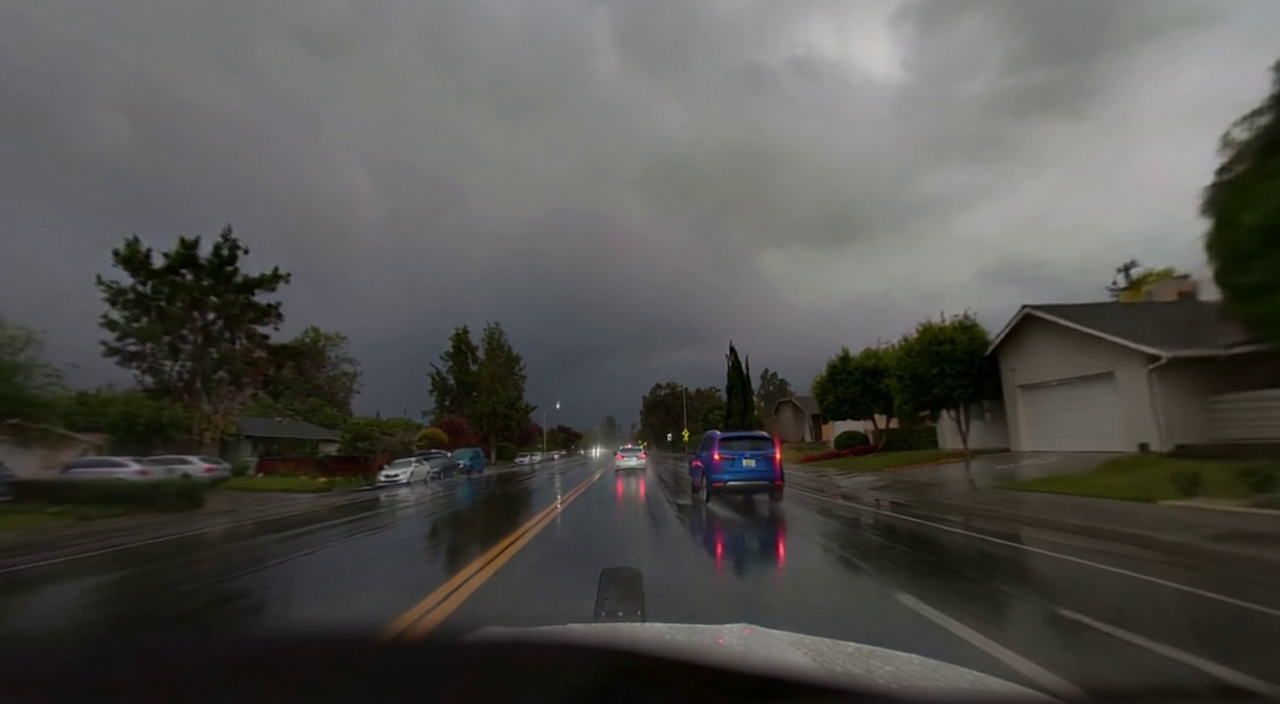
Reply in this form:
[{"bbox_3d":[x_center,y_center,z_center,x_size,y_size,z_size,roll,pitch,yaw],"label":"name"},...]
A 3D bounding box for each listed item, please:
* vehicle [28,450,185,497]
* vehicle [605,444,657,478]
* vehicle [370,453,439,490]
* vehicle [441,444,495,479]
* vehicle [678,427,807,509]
[{"bbox_3d":[-21.054,4.776,25.089,4.240,1.717,2.043,0,-9,-2],"label":"vehicle"},{"bbox_3d":[-0.413,4.946,28.942,2.196,1.449,4.006,0,-8,-1],"label":"vehicle"},{"bbox_3d":[-12.327,6.245,33.372,2.044,1.534,4.554,-5,-8,-2],"label":"vehicle"},{"bbox_3d":[-12.390,7.850,45.786,2.504,2.031,5.237,-8,-8,-4],"label":"vehicle"},{"bbox_3d":[2.380,2.872,16.150,2.200,1.763,4.676,1,-8,-4],"label":"vehicle"}]
